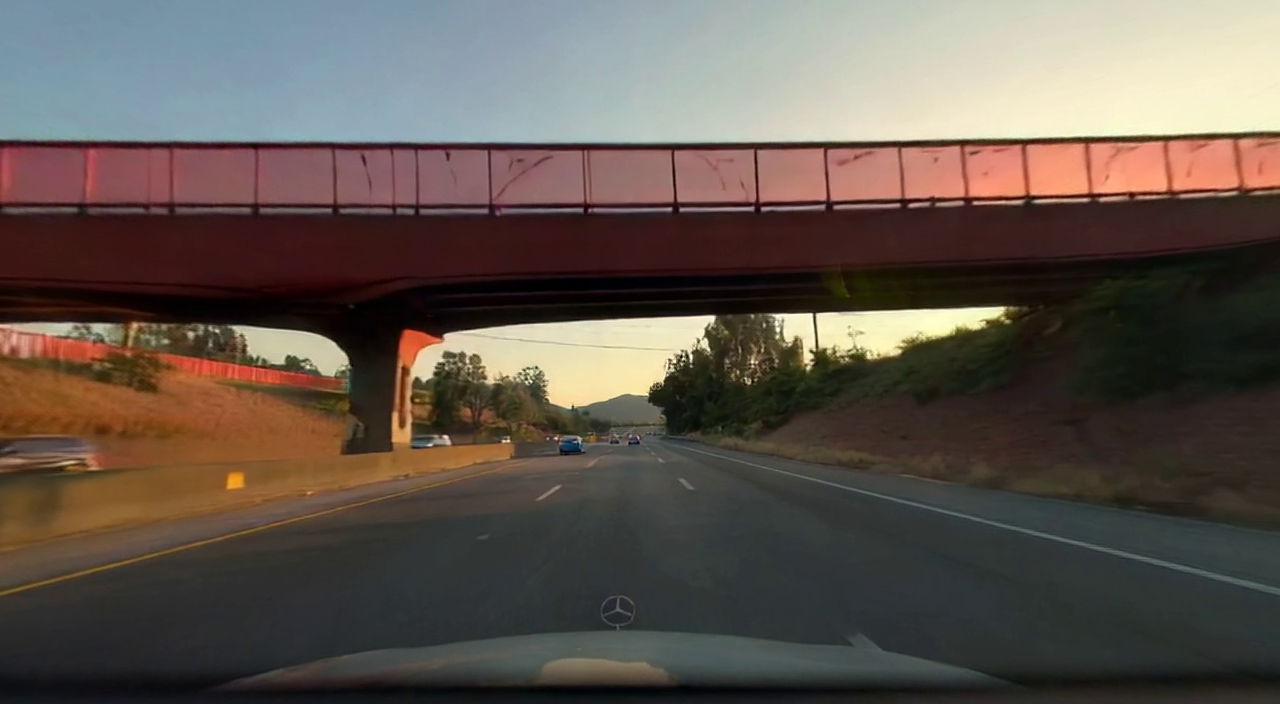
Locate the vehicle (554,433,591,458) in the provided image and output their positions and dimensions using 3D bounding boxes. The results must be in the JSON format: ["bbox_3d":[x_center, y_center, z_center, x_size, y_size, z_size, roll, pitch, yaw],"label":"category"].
[{"bbox_3d":[-4.492,6.300,42.606,2.074,1.535,4.437,0,-8,0],"label":"vehicle"}]

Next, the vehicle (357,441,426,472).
[{"bbox_3d":[-12.608,5.306,32.260,1.810,1.449,4.182,0,-8,1],"label":"vehicle"}]
